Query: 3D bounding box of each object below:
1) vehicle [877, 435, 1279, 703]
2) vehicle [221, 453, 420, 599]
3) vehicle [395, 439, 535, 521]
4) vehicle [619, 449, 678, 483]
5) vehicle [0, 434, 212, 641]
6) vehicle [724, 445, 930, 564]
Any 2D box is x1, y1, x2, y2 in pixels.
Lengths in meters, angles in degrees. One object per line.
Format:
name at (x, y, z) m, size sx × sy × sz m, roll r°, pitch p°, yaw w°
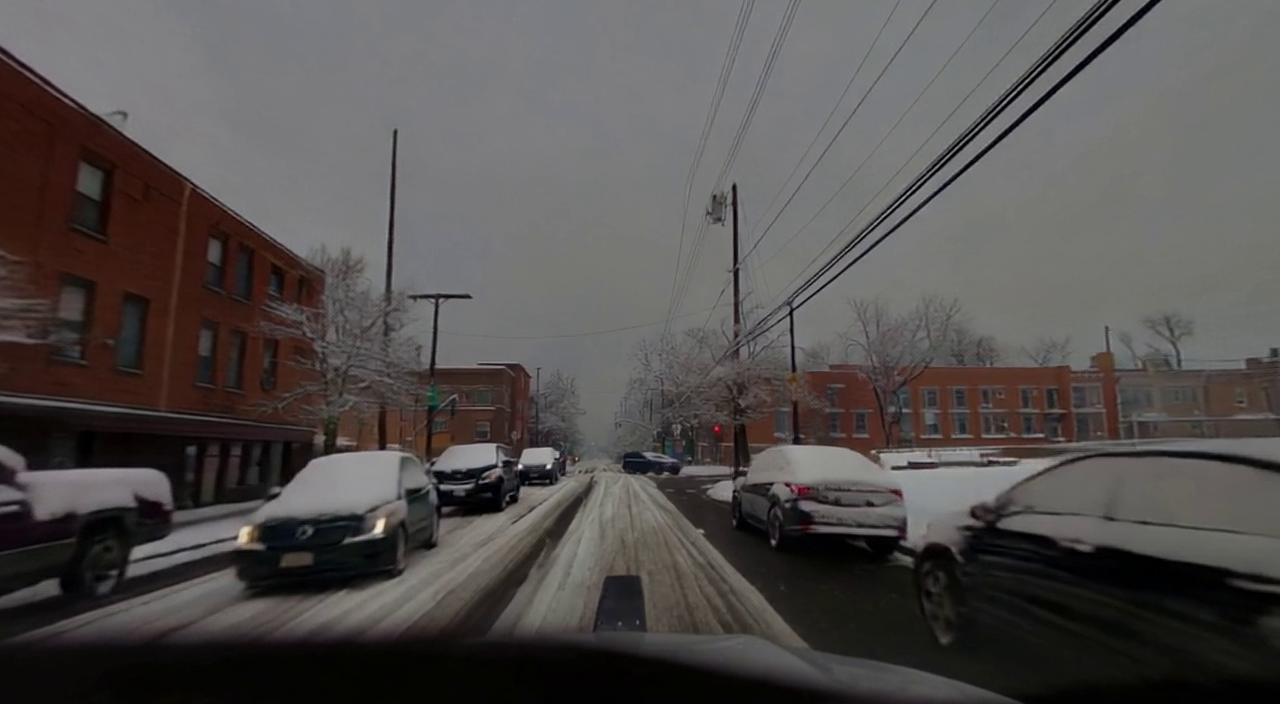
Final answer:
vehicle at (3.142, 1.174, 3.142) m, size 1.946 × 1.474 × 4.710 m, roll 0°, pitch -9°, yaw -2°
vehicle at (-4.916, 2.287, 9.423) m, size 1.994 × 1.510 × 4.802 m, roll 5°, pitch -10°, yaw -32°
vehicle at (-4.416, 3.306, 16.921) m, size 2.236 × 1.834 × 4.743 m, roll -1°, pitch -9°, yaw 2°
vehicle at (0.547, 6.266, 35.152) m, size 2.059 × 1.736 × 3.994 m, roll -4°, pitch -9°, yaw 21°
vehicle at (-7.001, 1.712, 5.812) m, size 2.263 × 1.882 × 5.706 m, roll 0°, pitch -9°, yaw -2°
vehicle at (2.733, 2.330, 10.492) m, size 1.913 × 1.509 × 4.436 m, roll 0°, pitch -9°, yaw -2°
